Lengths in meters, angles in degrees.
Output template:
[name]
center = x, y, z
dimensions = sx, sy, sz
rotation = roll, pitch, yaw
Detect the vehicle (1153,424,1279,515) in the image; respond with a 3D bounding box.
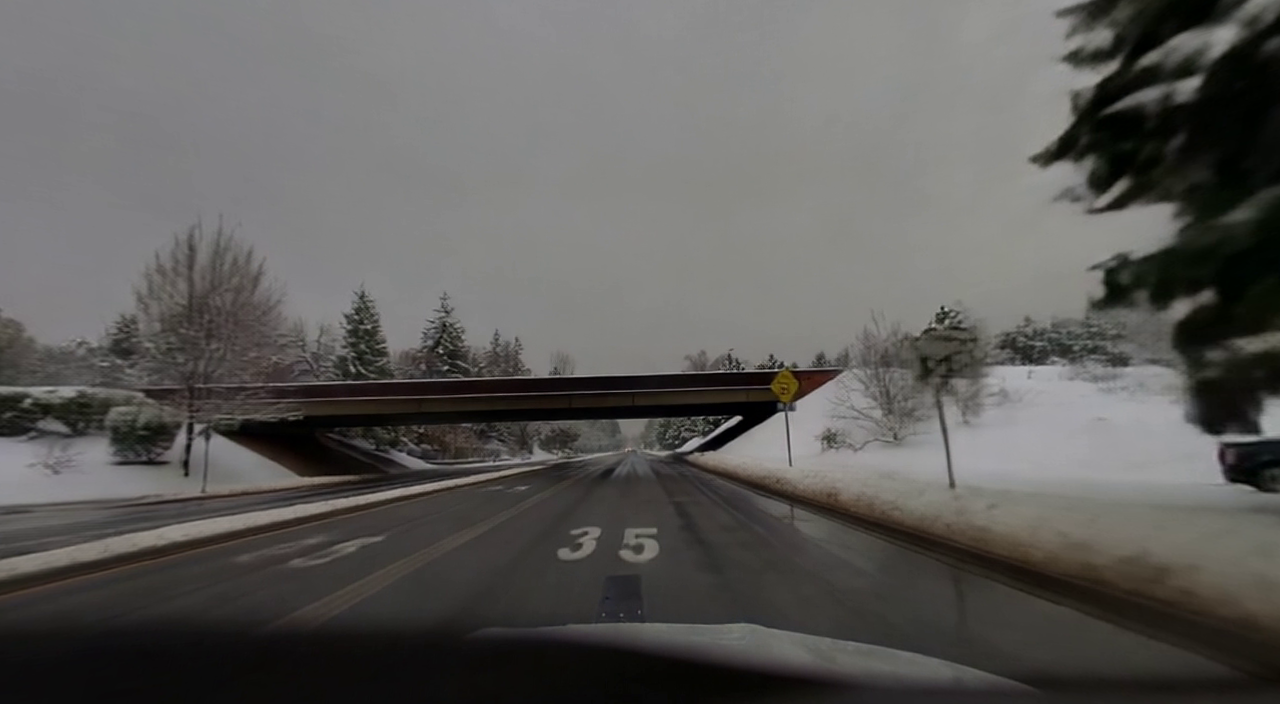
[vehicle]
center = 11.317, 1.832, 9.891
dimensions = 1.809, 1.432, 4.629
rotation = 5, -10, -32
